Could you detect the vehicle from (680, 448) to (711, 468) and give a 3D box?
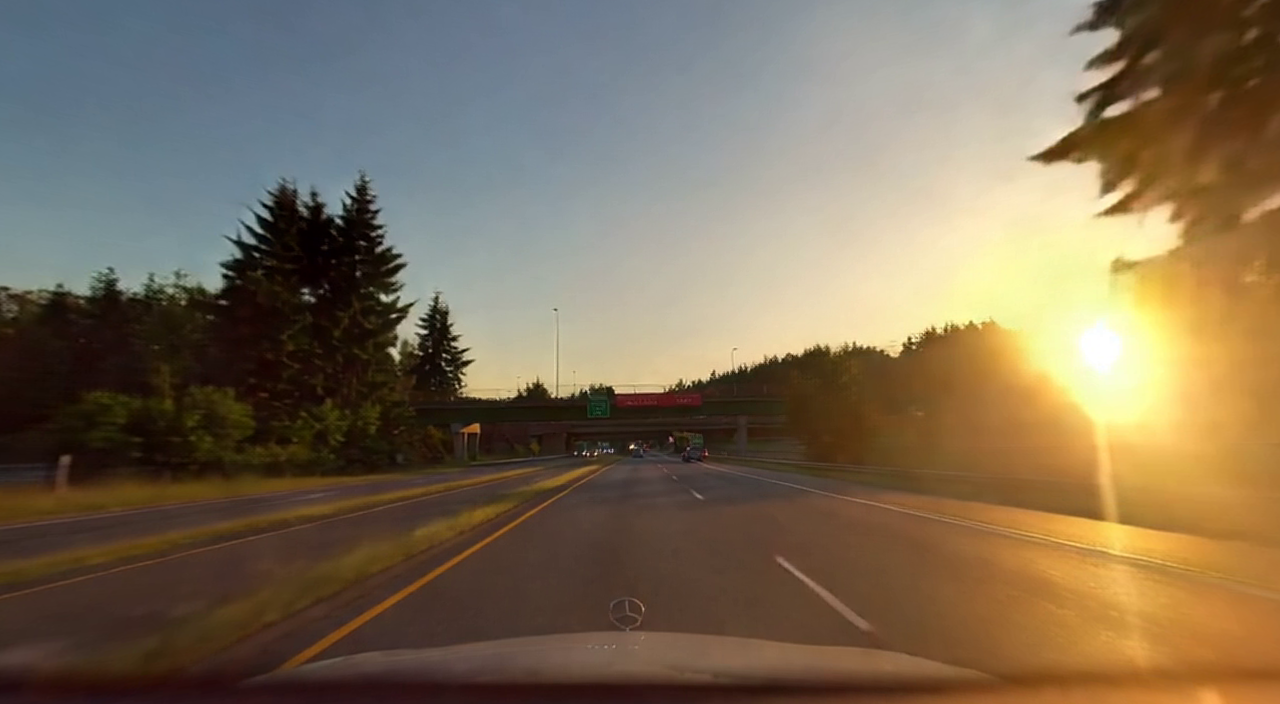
[{"bbox_3d":[4.335,8.328,49.704,1.987,1.473,4.244,0,-9,0],"label":"vehicle"}]
